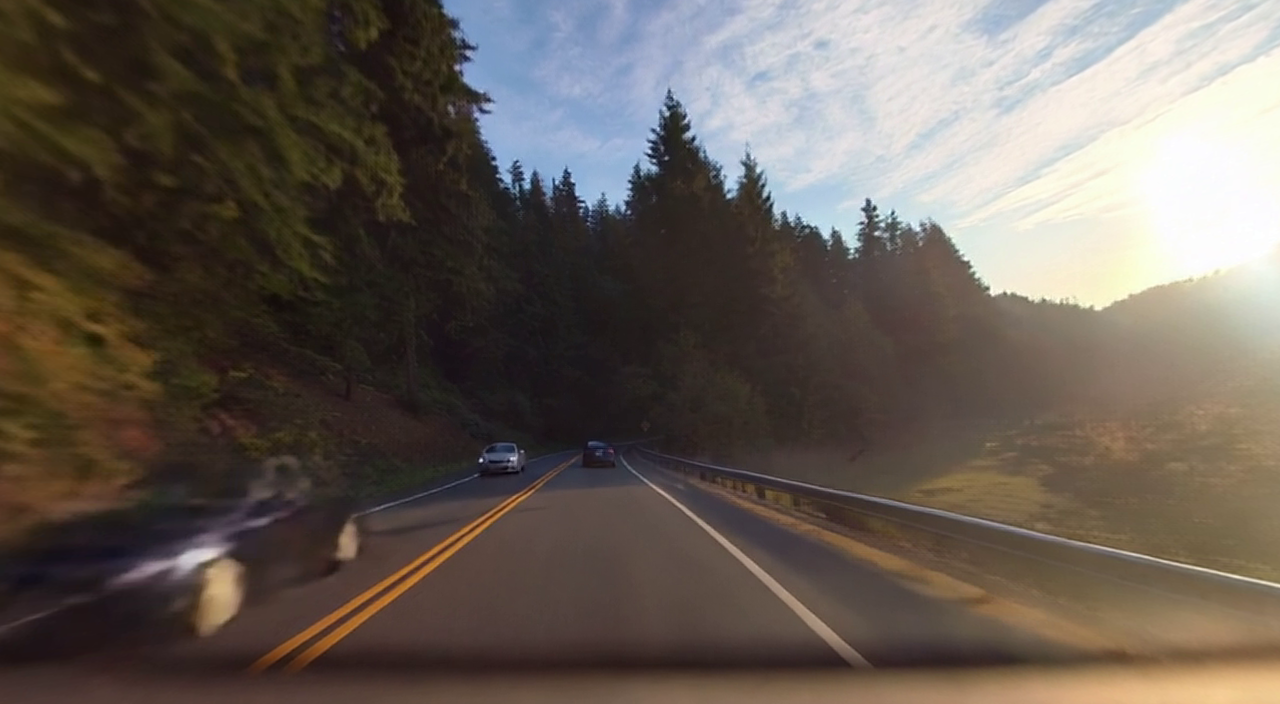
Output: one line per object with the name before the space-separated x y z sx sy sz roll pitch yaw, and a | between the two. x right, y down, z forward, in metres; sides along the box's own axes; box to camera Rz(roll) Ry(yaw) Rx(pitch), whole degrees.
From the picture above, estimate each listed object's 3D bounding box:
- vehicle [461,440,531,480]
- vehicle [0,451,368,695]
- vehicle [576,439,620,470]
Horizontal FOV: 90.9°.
vehicle | -6.152 4.643 27.415 2.200 1.588 4.150 0 -9 -2
vehicle | -4.699 1.781 6.294 2.133 1.526 4.308 0 -9 -2
vehicle | -2.173 5.308 32.755 2.120 1.491 4.349 0 -9 -4
